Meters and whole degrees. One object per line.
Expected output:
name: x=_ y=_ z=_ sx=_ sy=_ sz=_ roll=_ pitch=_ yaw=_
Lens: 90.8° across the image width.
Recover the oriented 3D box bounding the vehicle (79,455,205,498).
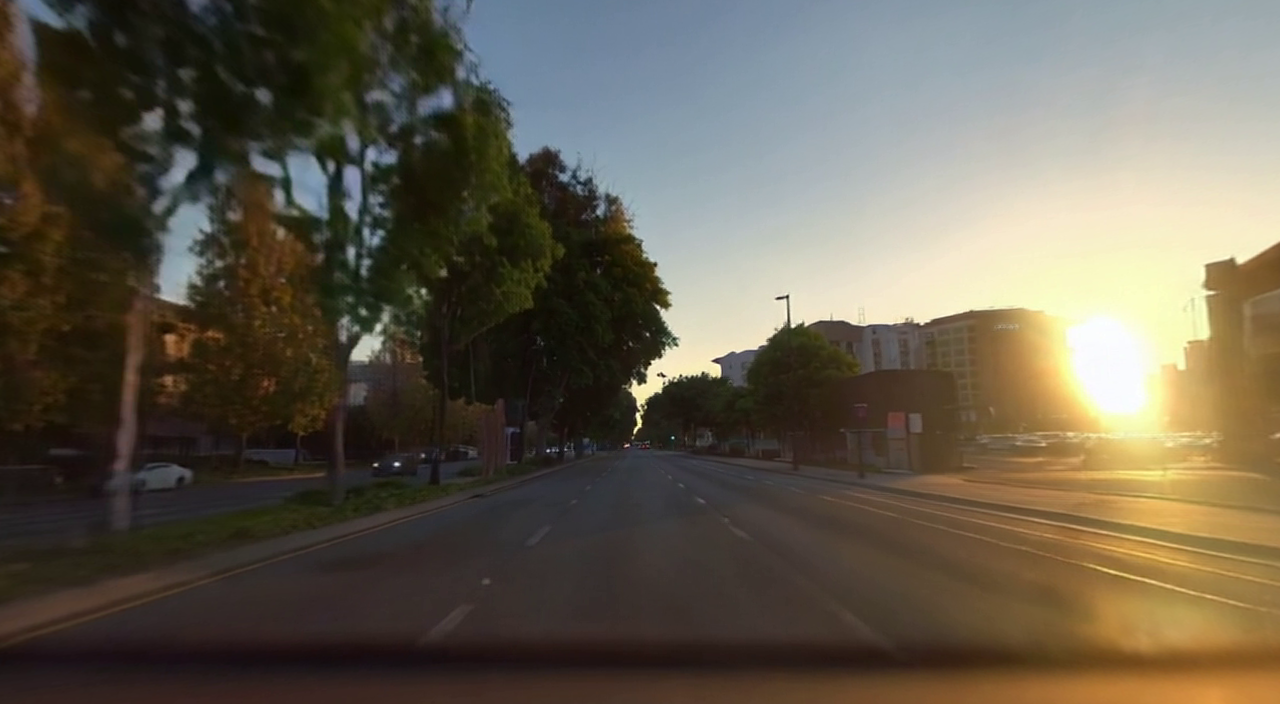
vehicle: x=-22.319 y=5.556 z=28.601 sx=1.990 sy=1.650 sz=4.617 roll=0 pitch=-8 yaw=-1

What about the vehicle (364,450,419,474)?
vehicle: x=-16.899 y=7.482 z=43.225 sx=1.877 sy=1.525 sz=4.312 roll=-1 pitch=-8 yaw=3
